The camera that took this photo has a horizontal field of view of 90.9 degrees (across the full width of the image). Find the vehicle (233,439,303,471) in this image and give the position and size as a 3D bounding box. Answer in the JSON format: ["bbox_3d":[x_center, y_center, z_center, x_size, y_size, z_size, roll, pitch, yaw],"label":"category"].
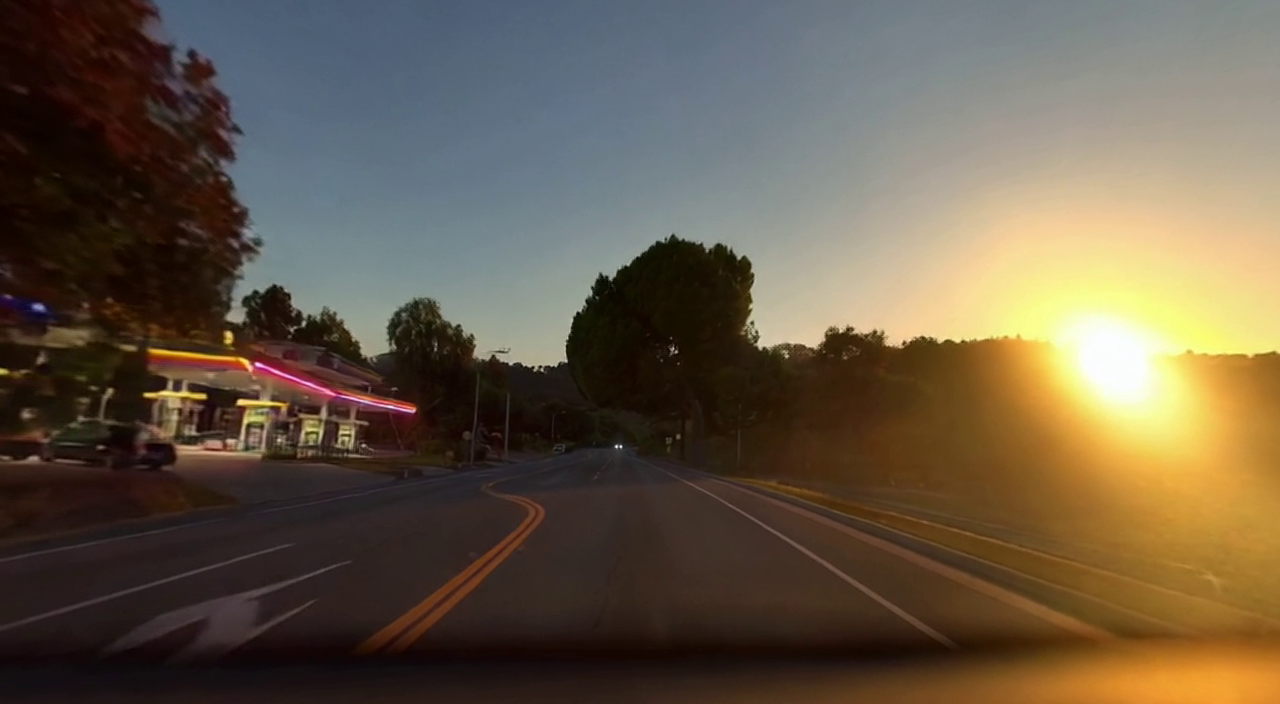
[{"bbox_3d":[-18.741,5.198,31.980,1.885,1.490,4.474,3,-9,-16],"label":"vehicle"}]

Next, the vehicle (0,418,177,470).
[{"bbox_3d":[-21.255,3.572,24.541,4.907,1.827,2.121,6,-10,-33],"label":"vehicle"}]
